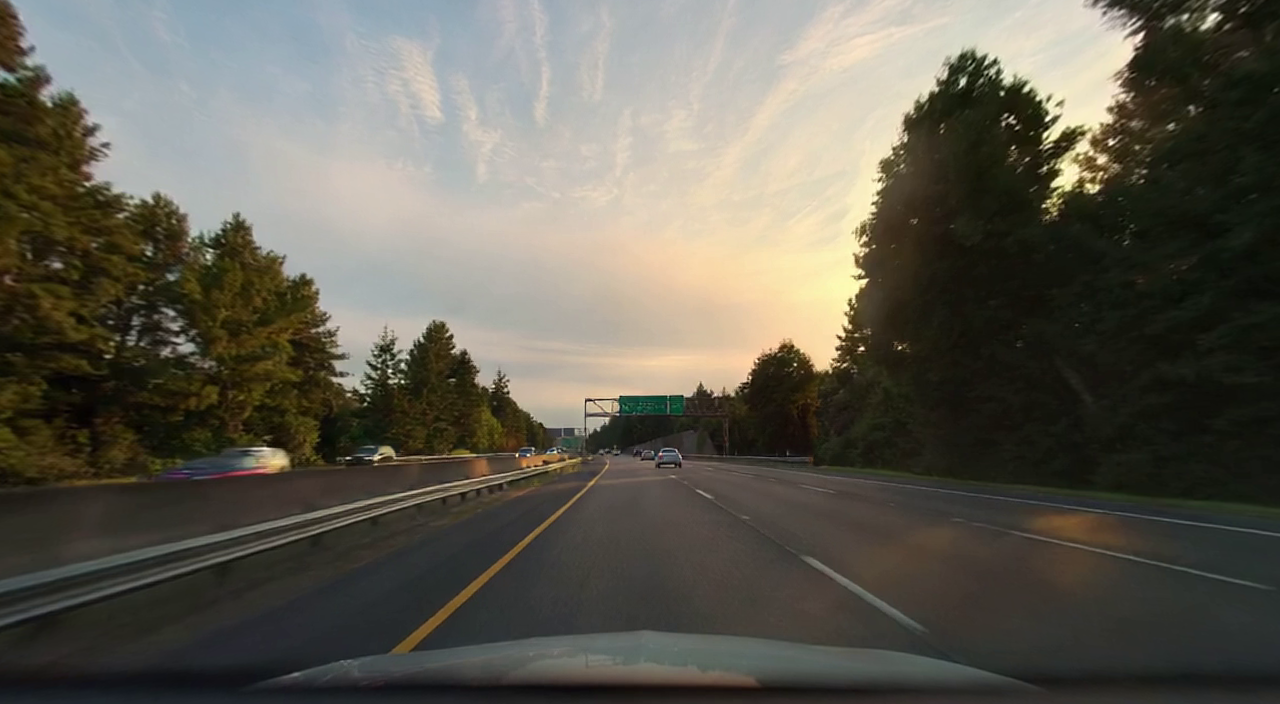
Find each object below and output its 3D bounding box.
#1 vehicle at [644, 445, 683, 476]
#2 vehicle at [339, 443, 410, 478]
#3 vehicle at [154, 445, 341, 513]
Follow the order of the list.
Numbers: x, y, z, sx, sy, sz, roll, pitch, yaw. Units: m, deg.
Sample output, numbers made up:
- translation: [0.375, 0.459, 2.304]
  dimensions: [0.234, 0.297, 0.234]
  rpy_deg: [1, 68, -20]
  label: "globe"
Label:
- translation: [1.239, 5.964, 34.848]
  dimensions: [2.011, 1.590, 3.607]
  rpy_deg: [0, -9, 0]
  label: "vehicle"
- translation: [-14.293, 5.847, 34.194]
  dimensions: [1.937, 1.727, 4.410]
  rpy_deg: [0, -9, -1]
  label: "vehicle"
- translation: [-10.009, 3.224, 16.634]
  dimensions: [1.998, 1.518, 4.603]
  rpy_deg: [0, -9, 0]
  label: "vehicle"
